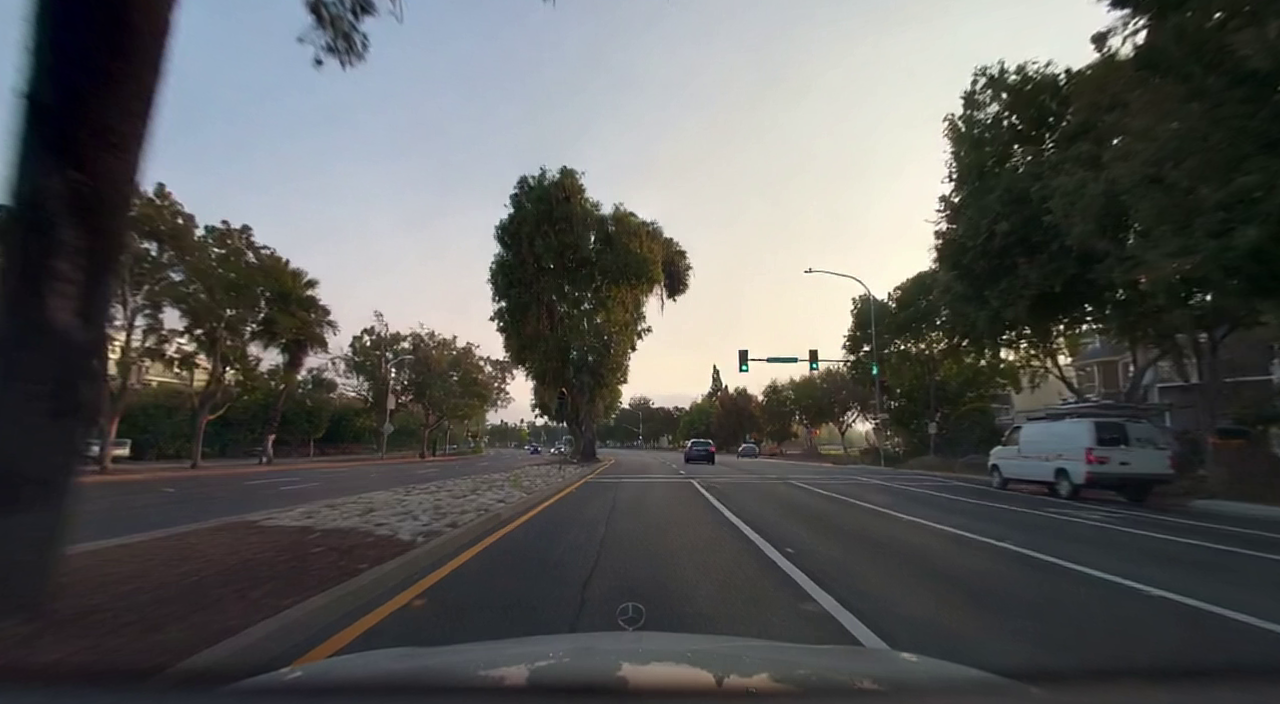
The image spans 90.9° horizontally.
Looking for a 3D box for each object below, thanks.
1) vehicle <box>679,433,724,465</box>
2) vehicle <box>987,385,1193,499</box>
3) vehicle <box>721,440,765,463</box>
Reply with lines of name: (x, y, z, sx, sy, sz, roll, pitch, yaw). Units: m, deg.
vehicle: (3.668, 5.910, 38.483, 2.046, 1.818, 4.603, 0, -8, -3)
vehicle: (14.068, 2.902, 20.400, 2.703, 3.137, 5.589, -1, -8, 4)
vehicle: (6.976, 6.776, 43.122, 1.969, 1.522, 4.609, 0, -8, -3)
